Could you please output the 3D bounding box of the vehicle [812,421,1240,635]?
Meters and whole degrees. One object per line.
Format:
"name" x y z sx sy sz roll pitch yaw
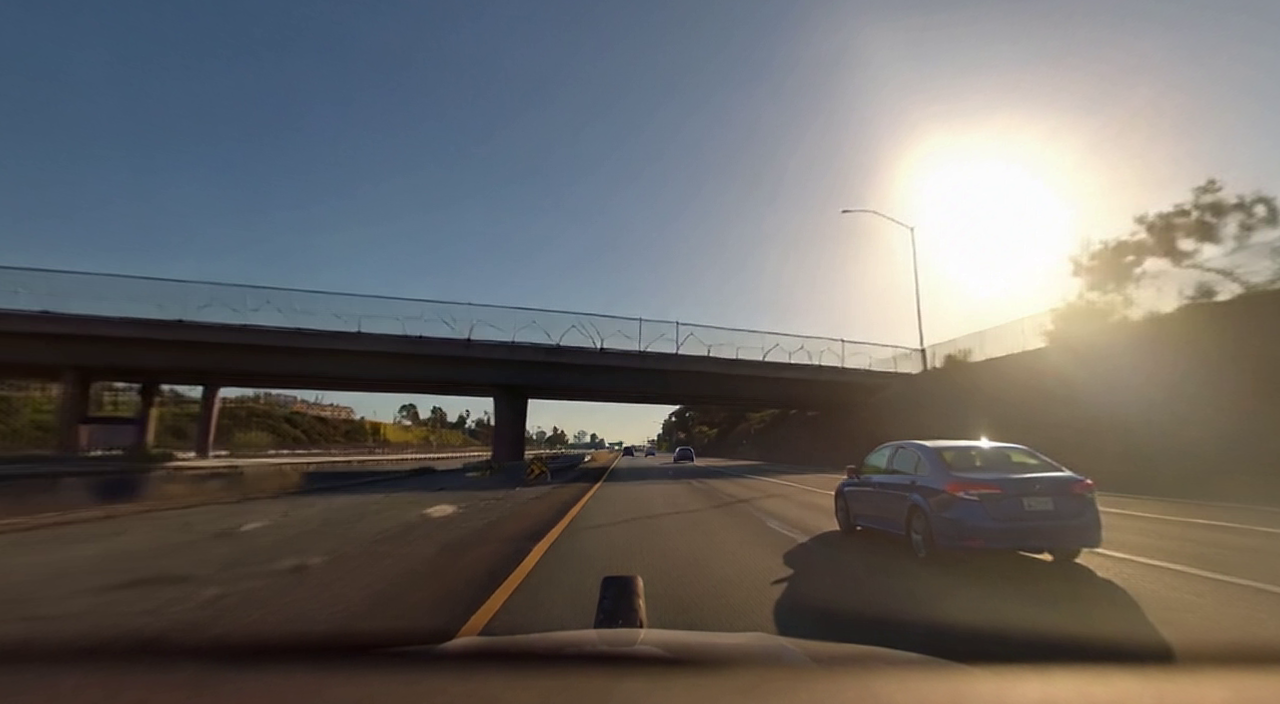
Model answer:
"vehicle" 3.553 1.679 7.003 2.002 1.604 4.265 0 -9 -1
